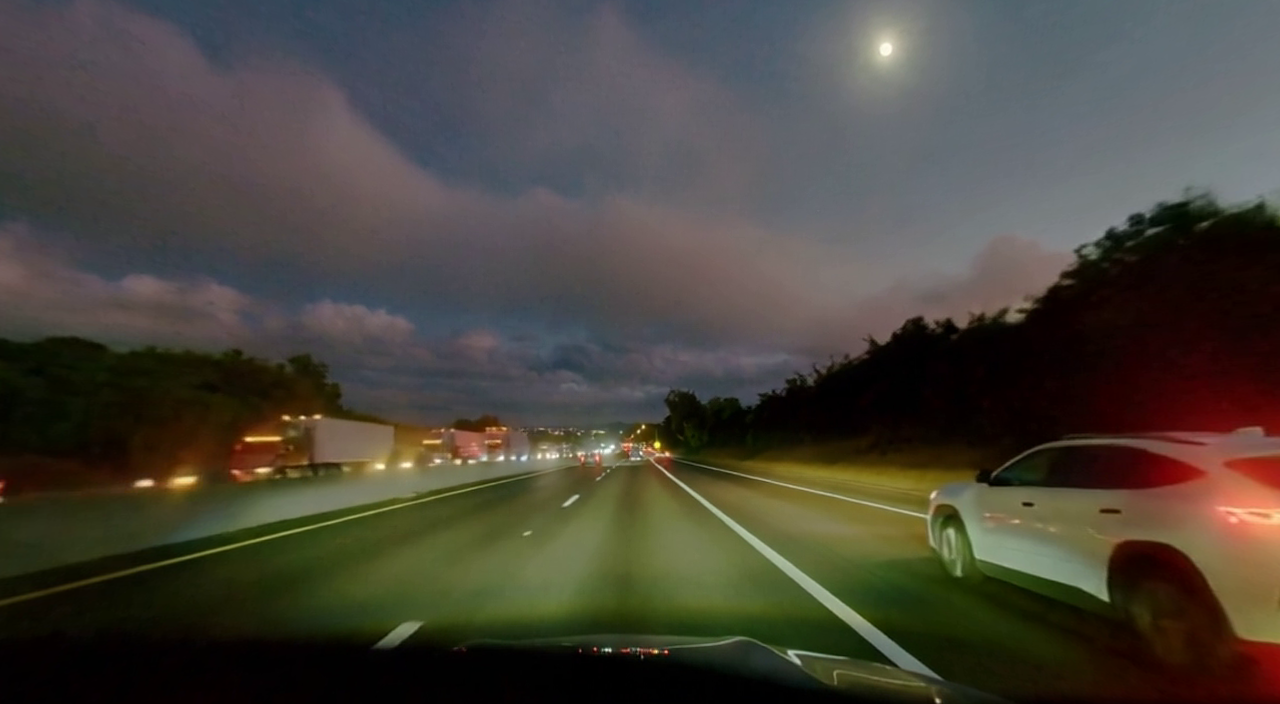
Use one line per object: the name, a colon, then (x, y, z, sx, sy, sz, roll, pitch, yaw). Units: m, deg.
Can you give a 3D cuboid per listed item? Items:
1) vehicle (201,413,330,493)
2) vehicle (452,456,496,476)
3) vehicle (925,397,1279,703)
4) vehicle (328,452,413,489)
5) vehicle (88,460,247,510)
vehicle: (-20.470, 5.595, 35.044, 2.971, 3.945, 6.653, 0, -9, 0)
vehicle: (-11.792, 8.106, 45.008, 1.930, 1.372, 3.971, -1, -9, 3)
vehicle: (3.852, 1.139, 3.942, 2.053, 1.504, 4.386, 0, -9, 0)
vehicle: (-11.756, 5.169, 27.801, 1.859, 1.455, 4.185, 0, -9, 0)
vehicle: (-16.099, 4.515, 21.884, 1.878, 1.452, 4.765, 0, -9, -1)
